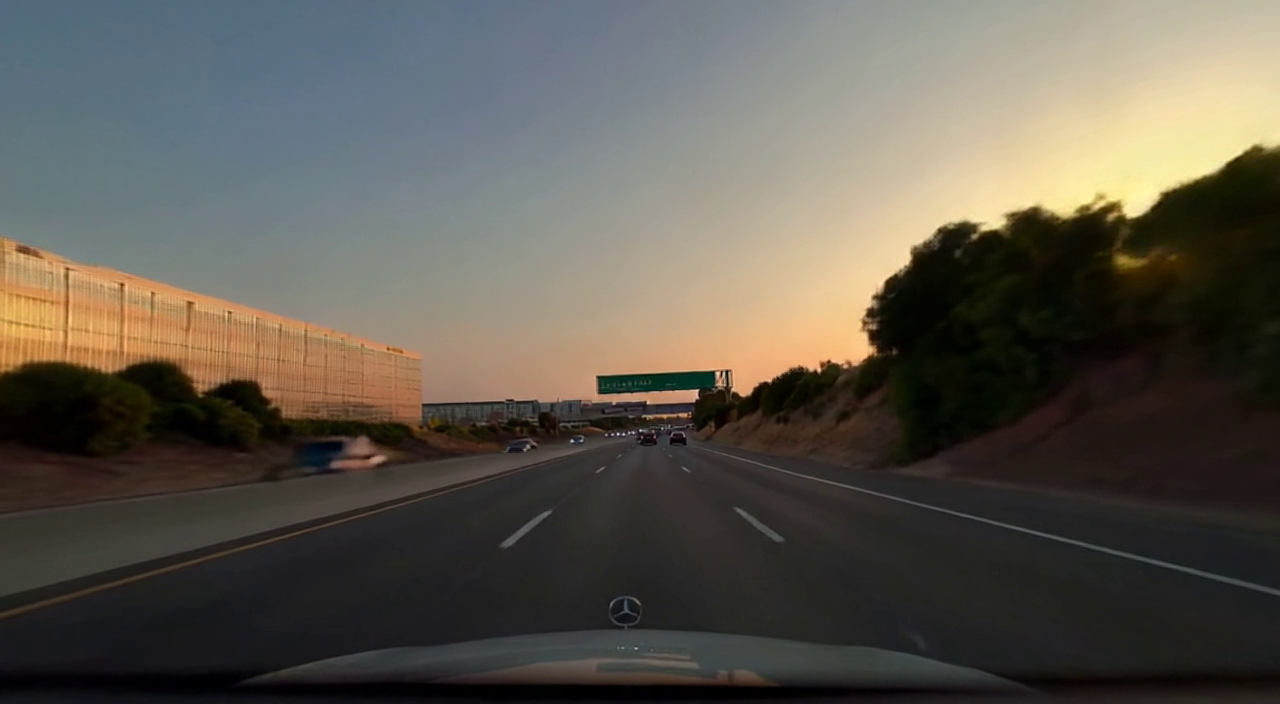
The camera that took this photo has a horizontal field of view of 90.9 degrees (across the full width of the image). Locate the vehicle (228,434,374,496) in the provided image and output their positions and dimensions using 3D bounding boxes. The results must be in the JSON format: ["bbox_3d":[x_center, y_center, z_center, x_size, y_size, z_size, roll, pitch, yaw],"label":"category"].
[{"bbox_3d":[-10.987,3.676,20.971,2.136,1.808,4.782,0,-8,0],"label":"vehicle"}]
